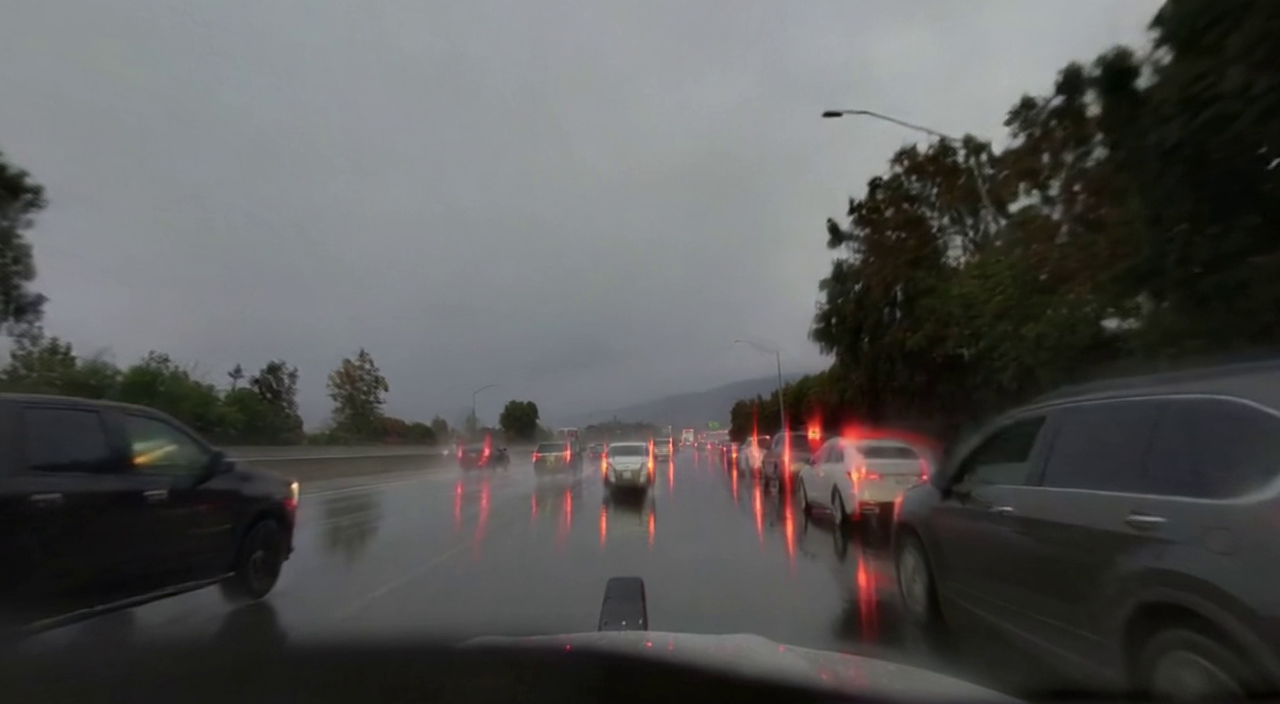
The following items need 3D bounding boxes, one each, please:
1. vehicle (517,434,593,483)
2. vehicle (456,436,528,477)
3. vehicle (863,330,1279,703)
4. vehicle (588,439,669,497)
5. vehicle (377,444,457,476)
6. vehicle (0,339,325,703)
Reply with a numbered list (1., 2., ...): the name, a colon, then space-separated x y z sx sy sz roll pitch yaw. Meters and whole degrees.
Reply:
1. vehicle: -3.193 4.103 24.658 2.153 1.726 4.546 0 -8 3
2. vehicle: -6.630 4.741 28.798 2.023 1.693 4.386 -1 -8 3
3. vehicle: 2.777 0.900 2.681 1.964 1.631 4.837 0 -8 1
4. vehicle: -0.242 3.263 18.164 2.070 1.456 4.029 0 -8 2
5. vehicle: -10.883 5.277 31.173 1.903 1.460 4.958 -1 -8 3
6. vehicle: -4.116 0.873 3.150 2.110 1.811 5.585 0 -8 1
